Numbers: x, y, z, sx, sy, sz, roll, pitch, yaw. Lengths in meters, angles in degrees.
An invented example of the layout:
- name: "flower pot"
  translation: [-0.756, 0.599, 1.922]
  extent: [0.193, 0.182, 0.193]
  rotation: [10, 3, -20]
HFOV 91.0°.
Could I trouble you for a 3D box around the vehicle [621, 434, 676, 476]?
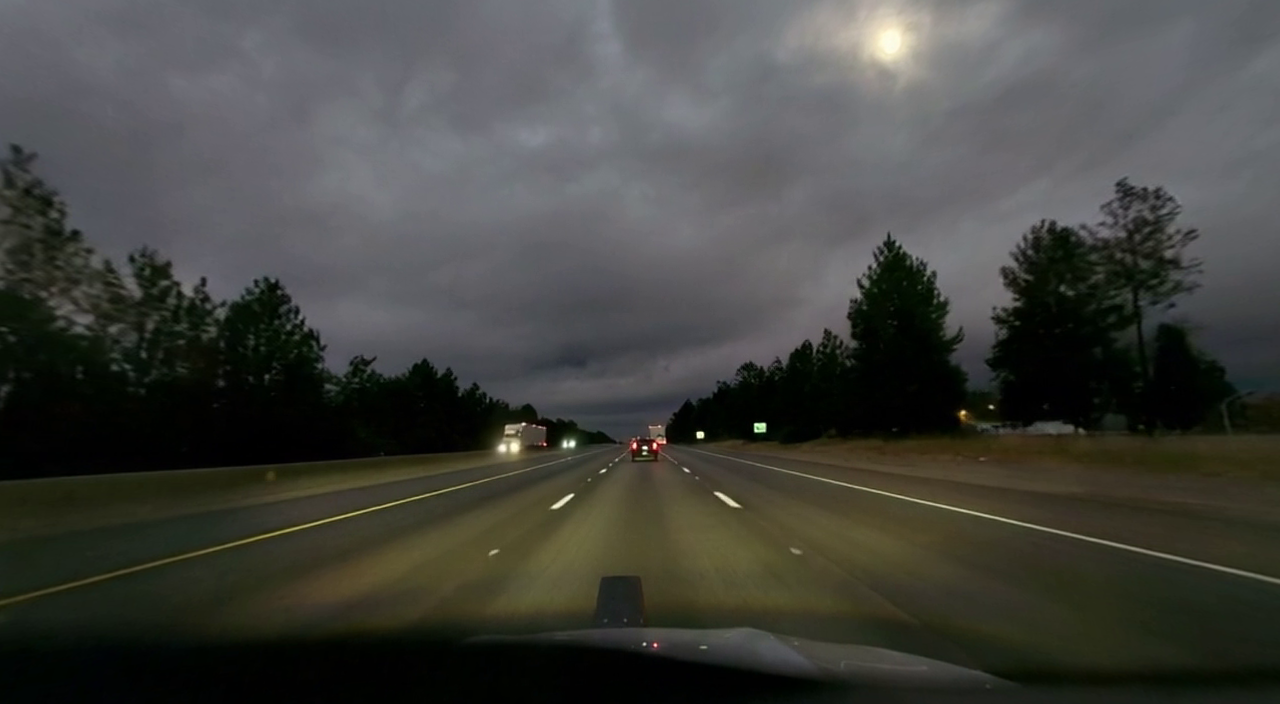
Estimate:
- name: "vehicle"
  translation: [0.449, 4.302, 26.559]
  extent: [2.139, 1.607, 4.034]
  rotation: [-1, -8, 3]
